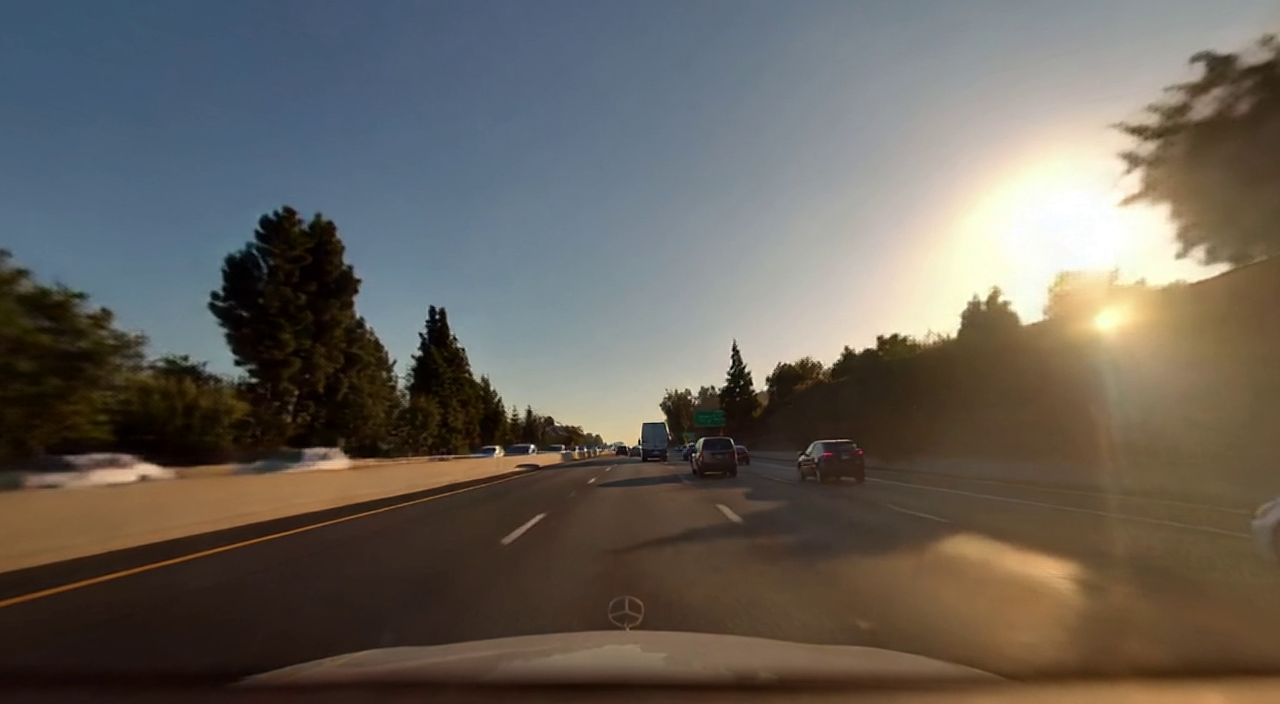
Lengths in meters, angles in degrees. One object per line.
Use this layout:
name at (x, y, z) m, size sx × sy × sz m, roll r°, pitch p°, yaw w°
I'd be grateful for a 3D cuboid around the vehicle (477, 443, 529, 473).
vehicle at (-7.816, 6.068, 36.379) m, size 1.942 × 1.600 × 4.288 m, roll 0°, pitch -8°, yaw 1°

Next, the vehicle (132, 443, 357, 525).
vehicle at (-8.422, 2.802, 14.104) m, size 1.958 × 1.503 × 4.671 m, roll 0°, pitch -9°, yaw 1°

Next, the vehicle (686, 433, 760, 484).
vehicle at (3.227, 4.253, 25.501) m, size 2.209 × 1.862 × 4.717 m, roll 0°, pitch -8°, yaw -2°

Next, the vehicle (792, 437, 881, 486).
vehicle at (7.370, 4.128, 24.139) m, size 1.976 × 1.703 × 4.288 m, roll 0°, pitch -8°, yaw -1°

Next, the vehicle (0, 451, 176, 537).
vehicle at (-12.197, 2.814, 13.141) m, size 1.878 × 1.459 × 4.194 m, roll 0°, pitch -9°, yaw -1°
